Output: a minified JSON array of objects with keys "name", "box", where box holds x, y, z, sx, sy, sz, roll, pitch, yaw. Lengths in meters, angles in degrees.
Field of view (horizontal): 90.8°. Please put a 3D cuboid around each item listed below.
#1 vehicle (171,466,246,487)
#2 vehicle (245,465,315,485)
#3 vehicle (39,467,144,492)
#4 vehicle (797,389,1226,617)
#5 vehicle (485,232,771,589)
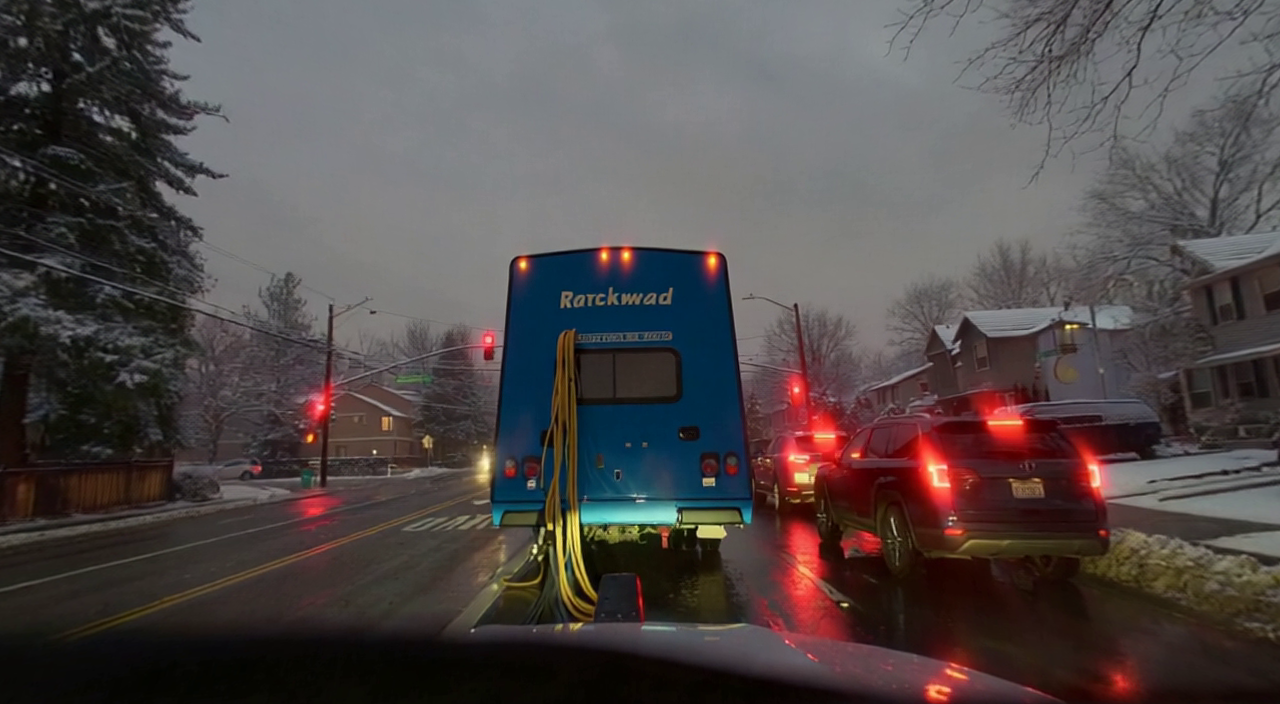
[{"name":"vehicle","box":[-32.705,9.408,47.959,4.311,1.458,1.707,0,-9,-3]},{"name":"vehicle","box":[-27.402,9.359,48.147,4.187,1.445,1.809,0,-9,0]},{"name":"vehicle","box":[-35.952,8.337,41.482,4.954,1.506,2.014,0,-9,-1]},{"name":"vehicle","box":[3.414,1.489,7.135,2.104,1.735,4.408,0,-9,0]},{"name":"vehicle","box":[-0.110,1.113,10.313,2.709,3.511,8.213,0,-9,0]}]
